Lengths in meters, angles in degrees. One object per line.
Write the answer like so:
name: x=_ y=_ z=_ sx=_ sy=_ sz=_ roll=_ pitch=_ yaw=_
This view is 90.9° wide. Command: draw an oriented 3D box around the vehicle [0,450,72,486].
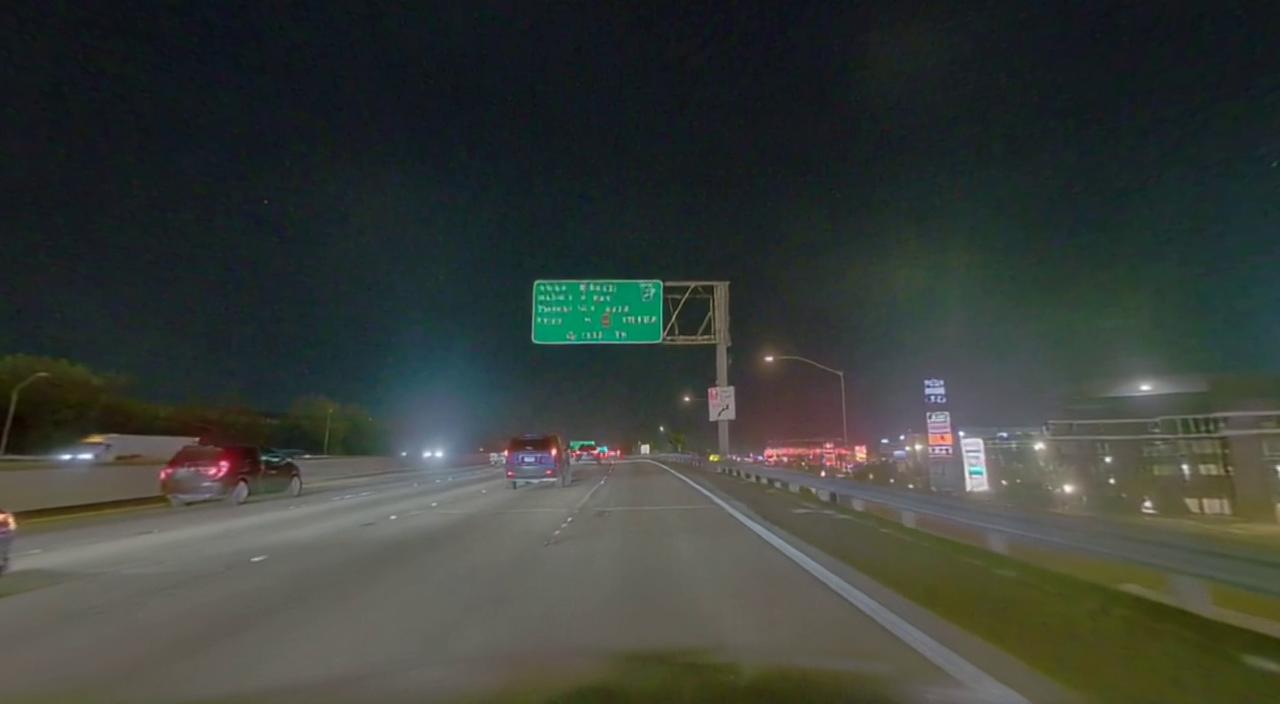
vehicle: x=-30.784 y=5.645 z=30.897 sx=1.826 sy=1.651 sz=4.480 roll=0 pitch=-8 yaw=-2

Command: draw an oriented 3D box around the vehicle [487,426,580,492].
vehicle: x=-3.500 y=3.660 z=21.923 sx=2.301 sy=1.985 sz=5.247 roll=0 pitch=-8 yaw=0

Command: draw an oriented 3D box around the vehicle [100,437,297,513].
vehicle: x=-11.053 y=3.051 z=16.285 sx=1.919 sy=1.665 sz=4.394 roll=0 pitch=-8 yaw=-1
